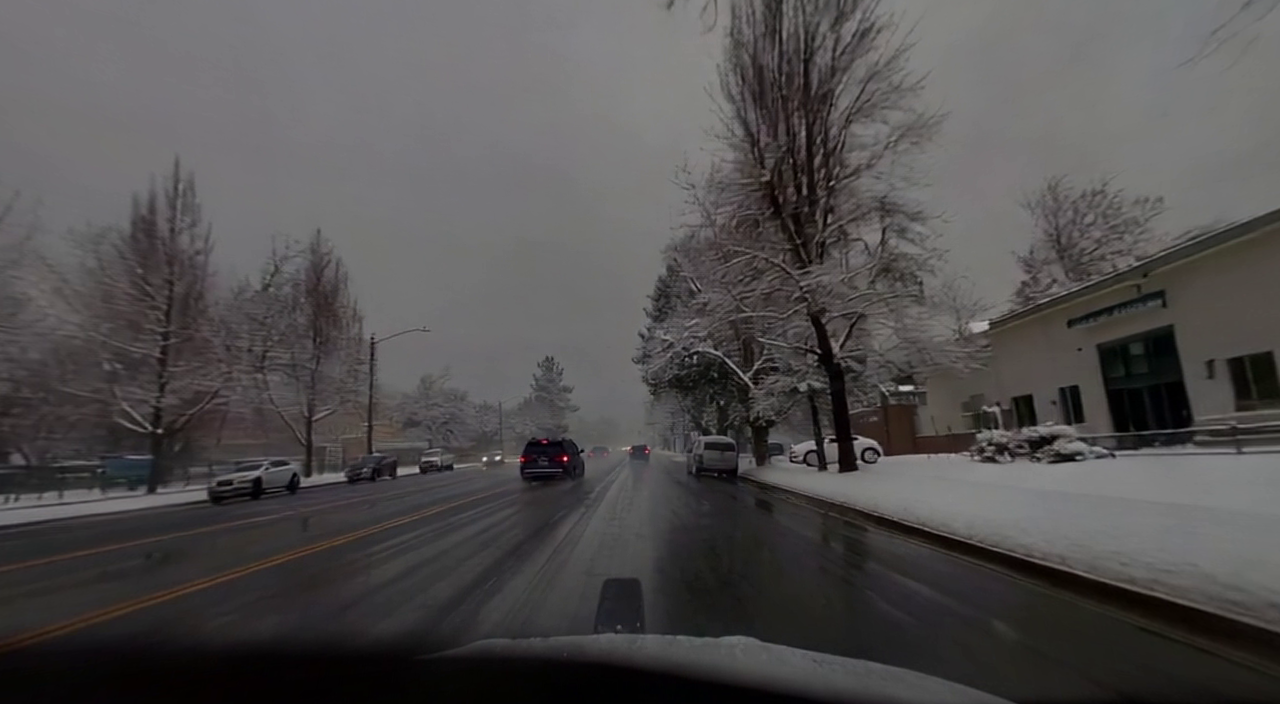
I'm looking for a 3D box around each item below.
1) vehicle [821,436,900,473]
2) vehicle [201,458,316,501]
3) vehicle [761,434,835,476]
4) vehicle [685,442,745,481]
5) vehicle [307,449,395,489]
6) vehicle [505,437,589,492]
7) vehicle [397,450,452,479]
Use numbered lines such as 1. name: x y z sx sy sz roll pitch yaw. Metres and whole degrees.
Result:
1. vehicle: 10.139 4.728 29.404 1.777 1.514 4.140 -2 -8 -7
2. vehicle: -16.366 5.449 27.494 1.870 1.599 5.022 0 -9 0
3. vehicle: 7.326 4.804 29.805 2.112 1.776 4.555 2 -8 -3
4. vehicle: 3.462 5.144 29.956 2.150 1.655 4.739 0 -9 -1
5. vehicle: -14.207 5.753 31.459 2.123 1.770 4.848 0 -9 -1
6. vehicle: -3.202 4.024 23.010 2.257 1.751 5.028 0 -9 1
7. vehicle: -16.621 8.673 48.970 2.105 1.854 5.973 -4 -8 0
